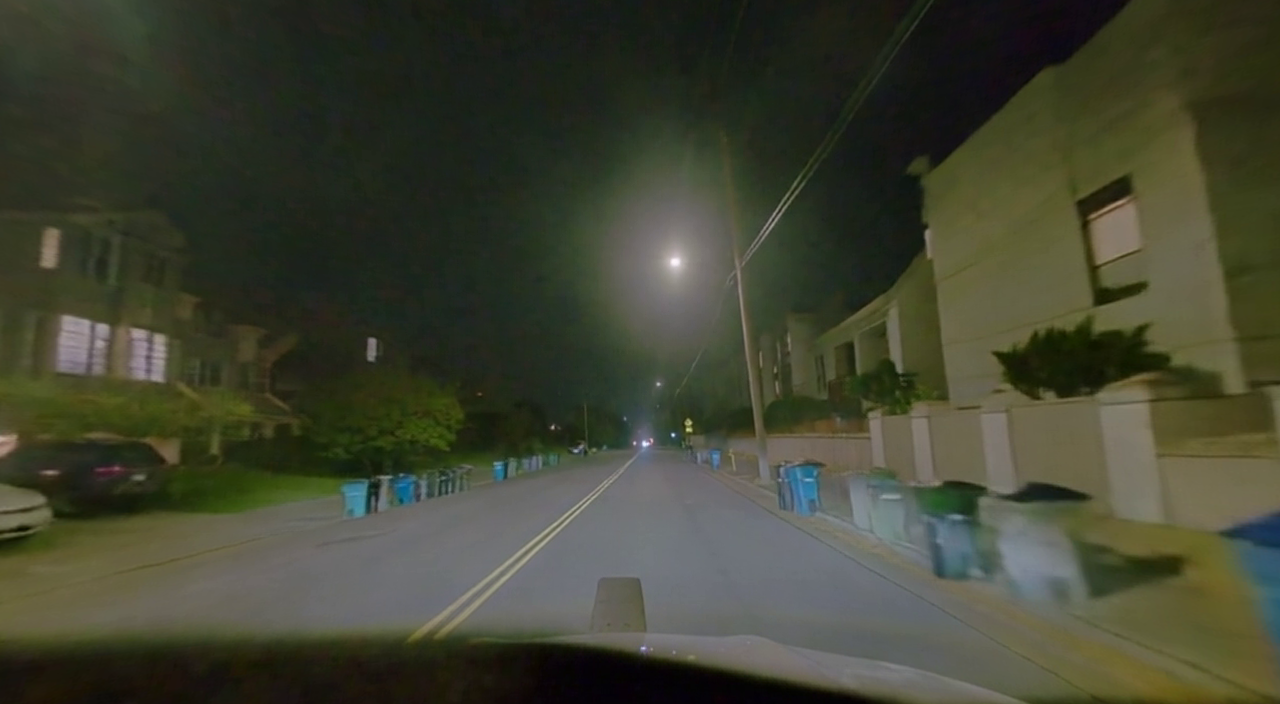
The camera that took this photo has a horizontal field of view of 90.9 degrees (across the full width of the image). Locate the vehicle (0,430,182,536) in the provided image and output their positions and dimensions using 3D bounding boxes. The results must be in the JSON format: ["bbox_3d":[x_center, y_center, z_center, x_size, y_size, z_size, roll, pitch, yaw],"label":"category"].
[{"bbox_3d":[-12.884,2.813,14.037,2.085,1.904,4.521,-5,-7,0],"label":"vehicle"}]
